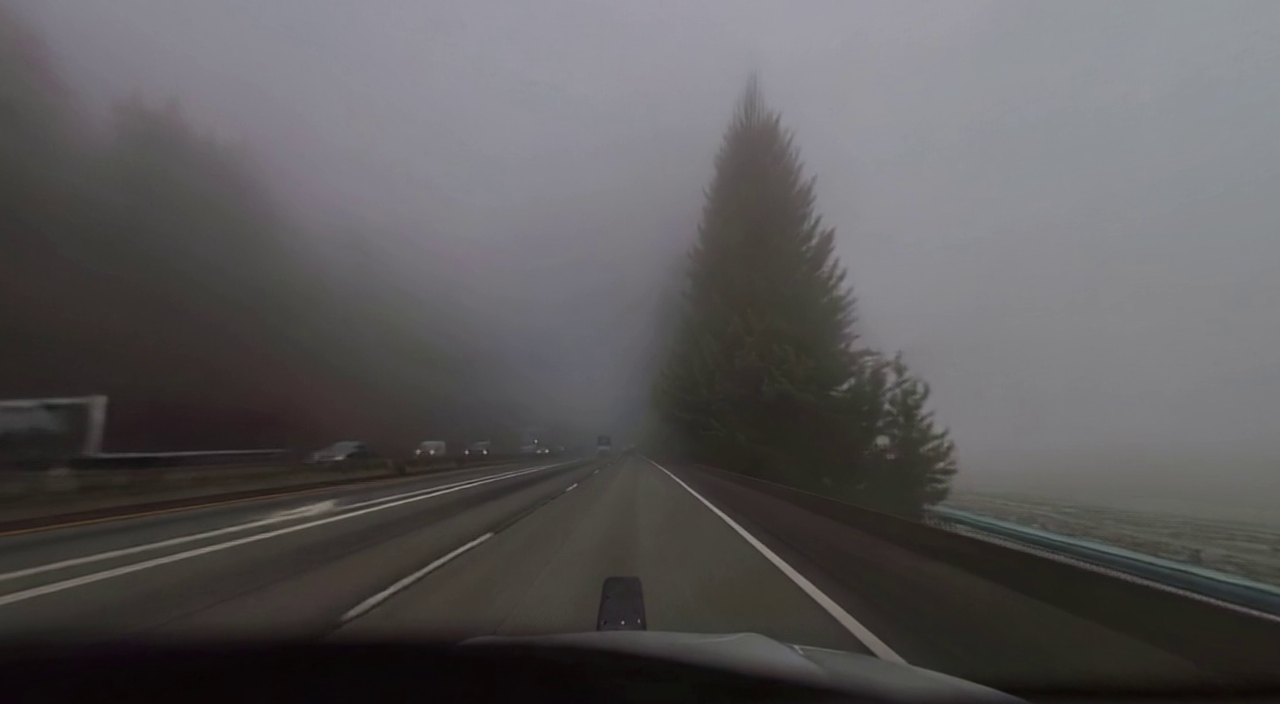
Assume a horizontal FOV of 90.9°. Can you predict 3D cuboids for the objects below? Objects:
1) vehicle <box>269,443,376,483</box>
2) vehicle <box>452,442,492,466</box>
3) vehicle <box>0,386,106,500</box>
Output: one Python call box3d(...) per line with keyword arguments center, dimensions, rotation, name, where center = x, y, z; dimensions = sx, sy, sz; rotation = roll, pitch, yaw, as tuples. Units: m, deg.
box3d(center=(-13.117, 4.600, 26.467), dimensions=(2.027, 1.519, 4.733), rotation=(0, -9, 0), name="vehicle")
box3d(center=(-12.725, 7.750, 48.025), dimensions=(1.869, 1.684, 4.115), rotation=(0, -9, 0), name="vehicle")
box3d(center=(-17.935, 2.456, 17.035), dimensions=(2.369, 2.953, 4.847), rotation=(-1, -9, 4), name="vehicle")
